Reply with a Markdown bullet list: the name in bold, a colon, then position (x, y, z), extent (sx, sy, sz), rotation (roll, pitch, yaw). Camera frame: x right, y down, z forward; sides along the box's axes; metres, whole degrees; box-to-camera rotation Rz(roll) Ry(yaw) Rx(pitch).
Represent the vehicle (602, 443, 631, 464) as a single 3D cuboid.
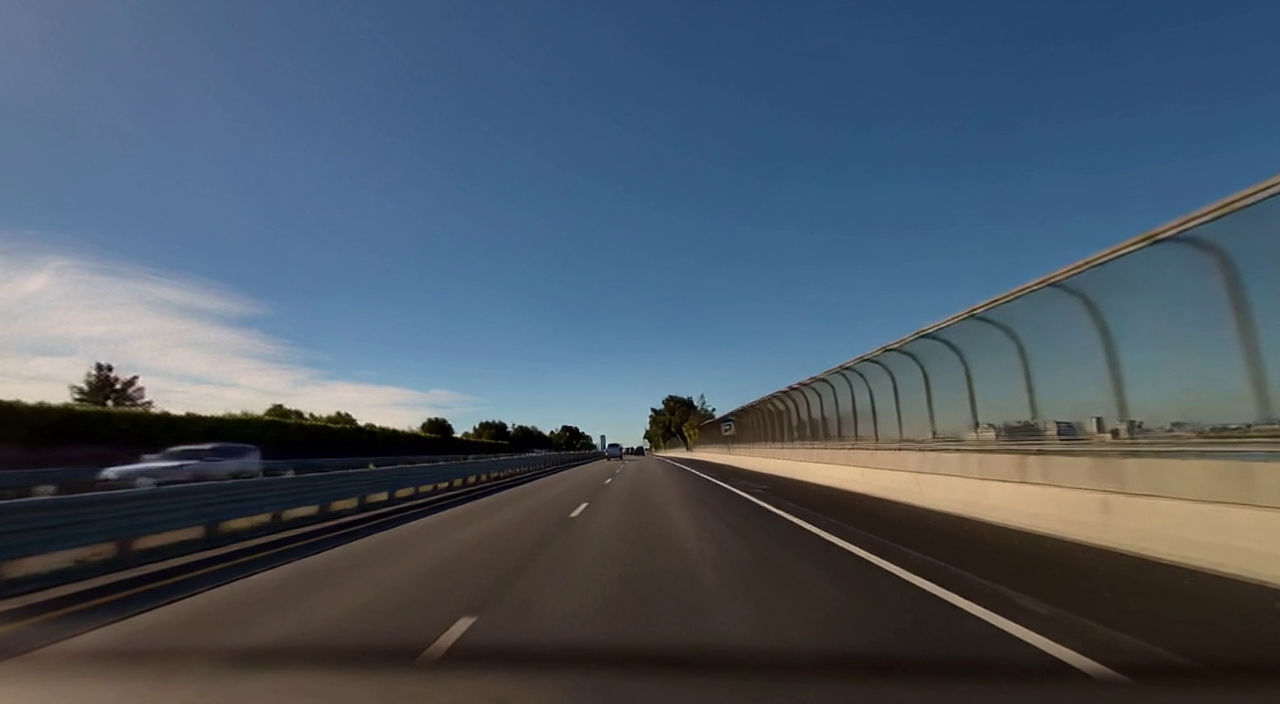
- **vehicle**: position (-1.744, 7.655, 47.674), extent (2.050, 1.530, 4.144), rotation (0, -8, 0)
